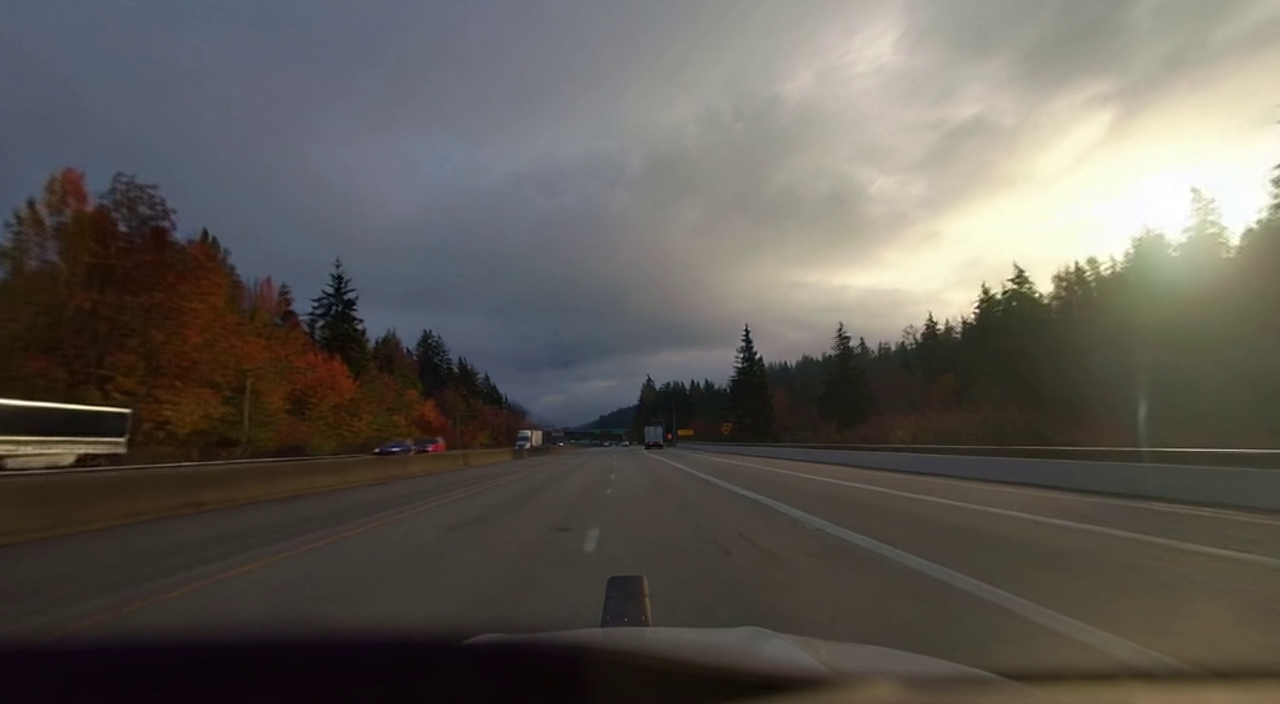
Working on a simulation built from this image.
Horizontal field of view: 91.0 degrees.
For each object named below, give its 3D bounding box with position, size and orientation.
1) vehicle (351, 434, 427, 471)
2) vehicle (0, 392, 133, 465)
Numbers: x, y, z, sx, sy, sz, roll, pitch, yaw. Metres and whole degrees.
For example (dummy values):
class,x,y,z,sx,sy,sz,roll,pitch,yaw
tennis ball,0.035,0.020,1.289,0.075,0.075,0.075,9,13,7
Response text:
class,x,y,z,sx,sy,sz,roll,pitch,yaw
vehicle,-19.675,7.925,49.954,2.774,2.605,8.096,0,-8,-1
vehicle,-36.229,4.406,35.572,2.871,3.899,16.049,-1,-9,-4
